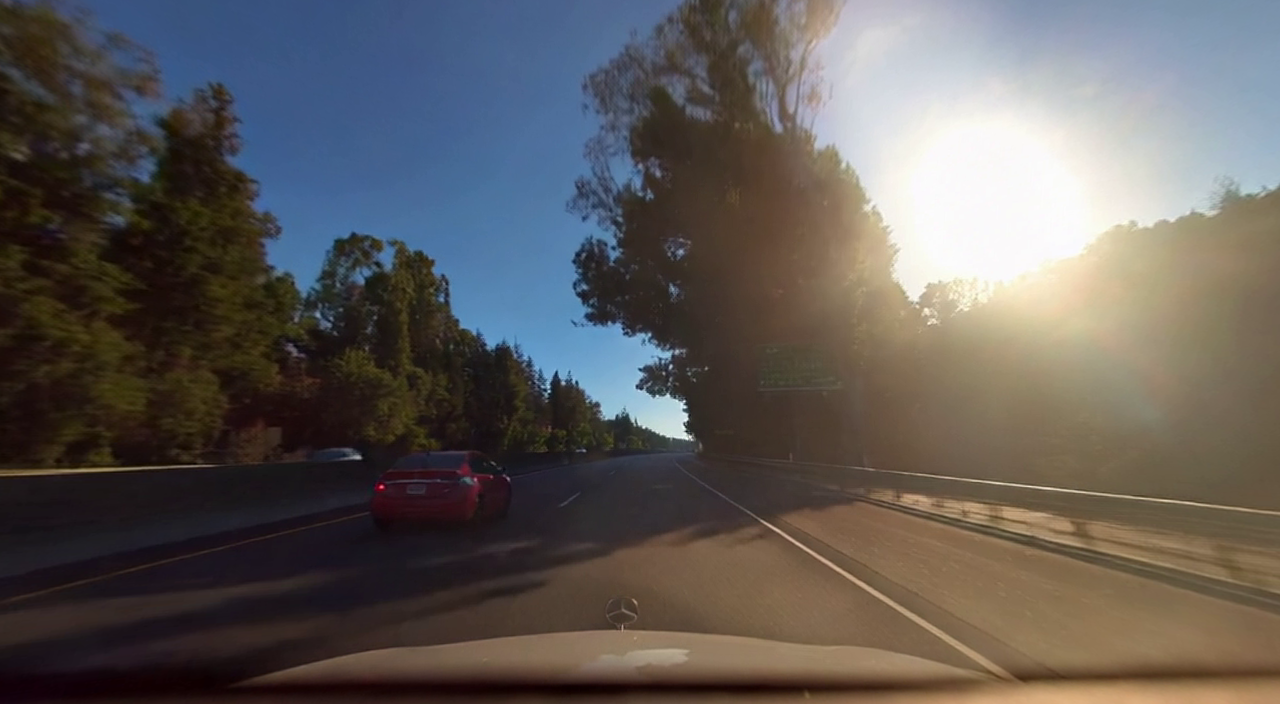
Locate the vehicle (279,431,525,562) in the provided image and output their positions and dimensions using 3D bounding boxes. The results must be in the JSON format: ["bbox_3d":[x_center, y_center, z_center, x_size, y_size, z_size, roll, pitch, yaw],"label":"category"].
[{"bbox_3d":[-3.105,1.976,9.314,1.934,1.486,4.115,0,-9,1],"label":"vehicle"}]
